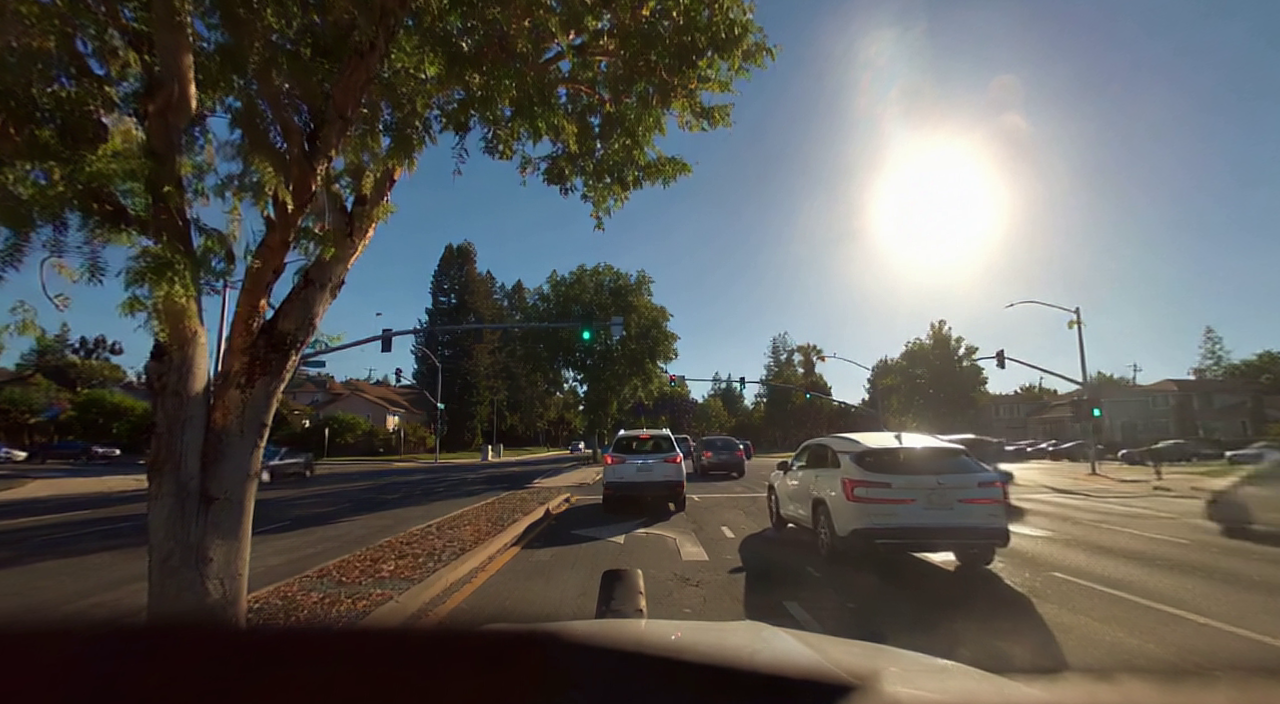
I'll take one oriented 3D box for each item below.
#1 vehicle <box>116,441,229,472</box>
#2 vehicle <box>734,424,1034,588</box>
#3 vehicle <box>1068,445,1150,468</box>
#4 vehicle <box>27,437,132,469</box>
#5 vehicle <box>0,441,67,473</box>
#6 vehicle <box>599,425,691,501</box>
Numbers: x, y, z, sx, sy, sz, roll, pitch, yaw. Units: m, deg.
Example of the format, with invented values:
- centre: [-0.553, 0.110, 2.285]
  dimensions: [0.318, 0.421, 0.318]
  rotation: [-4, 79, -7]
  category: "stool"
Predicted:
- centre: [-26.346, 5.888, 35.634]
  dimensions: [4.724, 1.630, 1.968]
  rotation: [0, -8, -3]
  category: "vehicle"
- centre: [2.568, 1.741, 8.038]
  dimensions: [2.009, 1.480, 4.423]
  rotation: [0, -8, -1]
  category: "vehicle"
- centre: [33.097, 7.362, 44.505]
  dimensions: [4.215, 1.618, 1.949]
  rotation: [0, -8, -2]
  category: "vehicle"
- centre: [-36.856, 6.630, 41.531]
  dimensions: [4.771, 1.778, 2.032]
  rotation: [3, -8, -3]
  category: "vehicle"
- centre: [-35.038, 5.780, 34.937]
  dimensions: [4.465, 1.693, 1.959]
  rotation: [2, -9, -1]
  category: "vehicle"
- centre: [0.073, 2.837, 16.488]
  dimensions: [2.099, 1.705, 4.020]
  rotation: [0, -8, -1]
  category: "vehicle"
